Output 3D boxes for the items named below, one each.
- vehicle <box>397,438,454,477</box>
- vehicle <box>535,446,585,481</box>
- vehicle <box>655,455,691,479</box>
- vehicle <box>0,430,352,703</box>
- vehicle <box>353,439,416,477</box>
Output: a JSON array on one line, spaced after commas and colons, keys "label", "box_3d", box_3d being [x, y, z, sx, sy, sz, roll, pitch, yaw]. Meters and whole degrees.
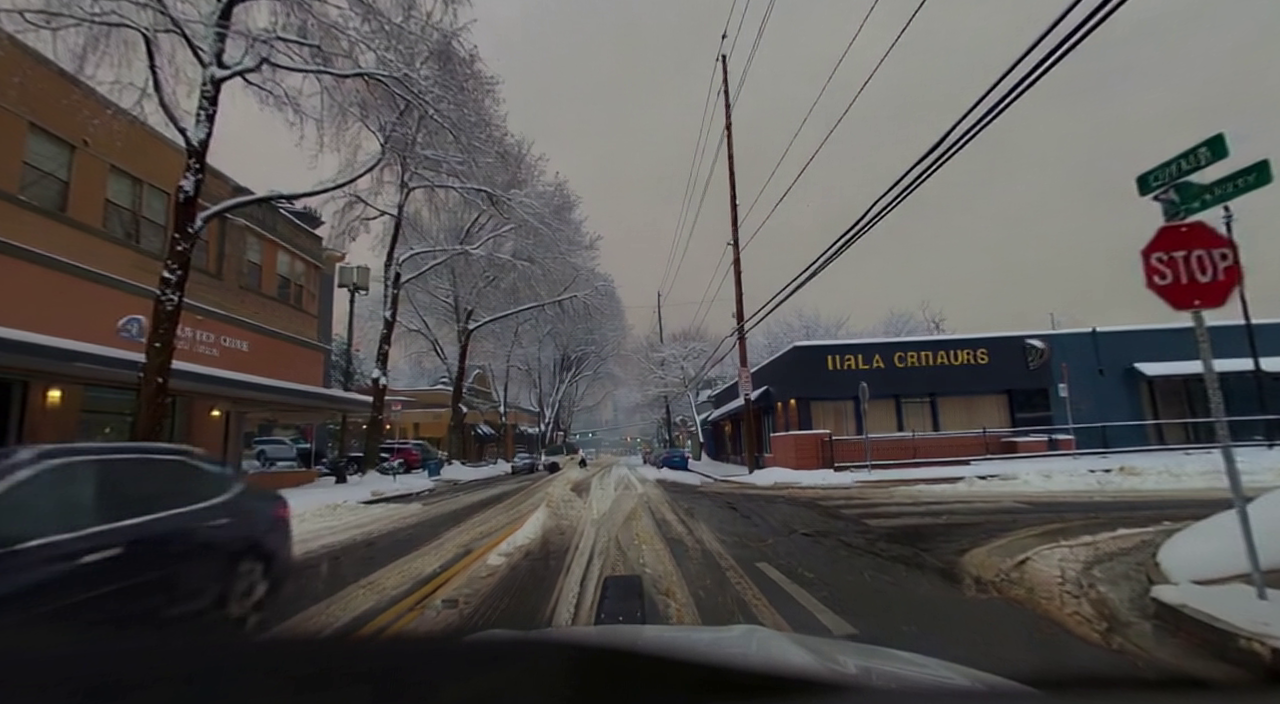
[{"label": "vehicle", "box_3d": [-16.558, 8.181, 49.118, 2.715, 2.789, 6.225, 0, -9, -5]}, {"label": "vehicle", "box_3d": [-4.843, 6.792, 38.897, 2.495, 1.966, 4.846, 0, -9, -1]}, {"label": "vehicle", "box_3d": [2.102, 7.384, 40.781, 1.877, 1.373, 3.854, 0, -9, -4]}, {"label": "vehicle", "box_3d": [-3.908, 1.291, 3.958, 2.140, 1.512, 4.536, 0, -8, -1]}, {"label": "vehicle", "box_3d": [-19.486, 8.058, 48.561, 2.256, 2.668, 5.979, 0, -7, 0]}]
